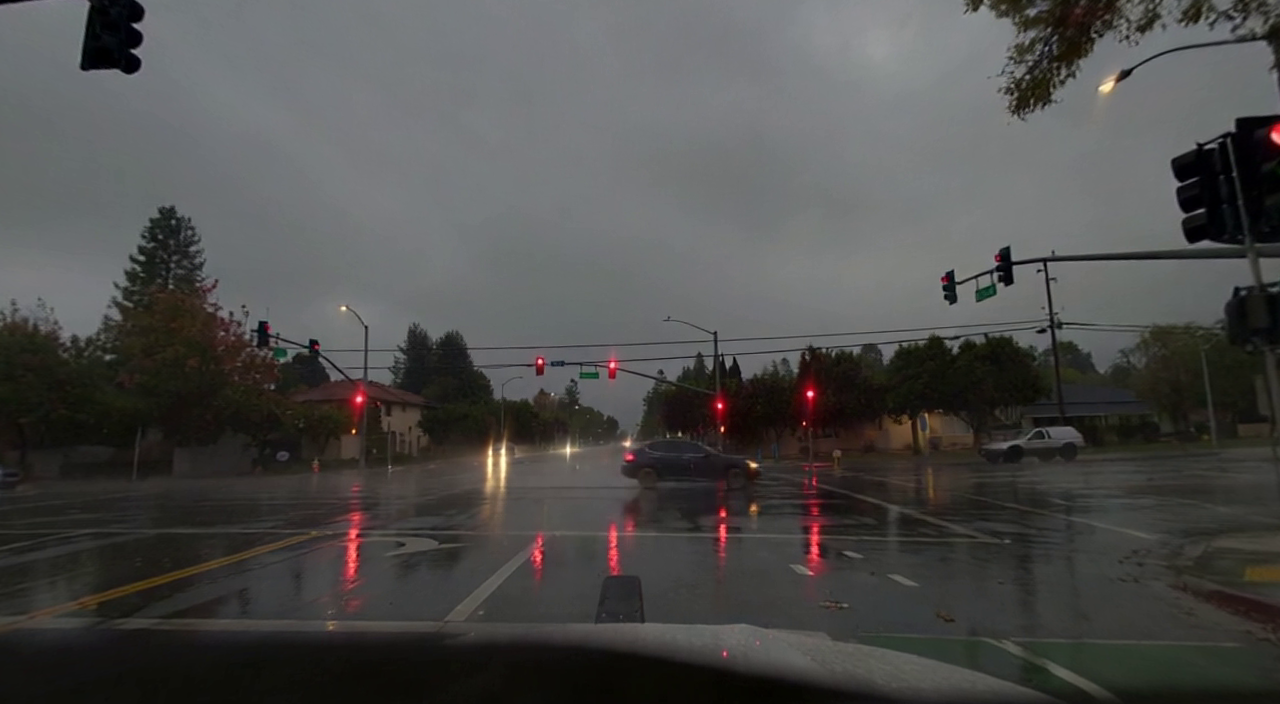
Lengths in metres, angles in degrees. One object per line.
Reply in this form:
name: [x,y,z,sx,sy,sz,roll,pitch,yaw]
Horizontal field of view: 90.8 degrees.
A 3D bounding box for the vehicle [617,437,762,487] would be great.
vehicle: [1.683,3.786,21.836,4.734,1.585,1.940,-1,-8,5]
